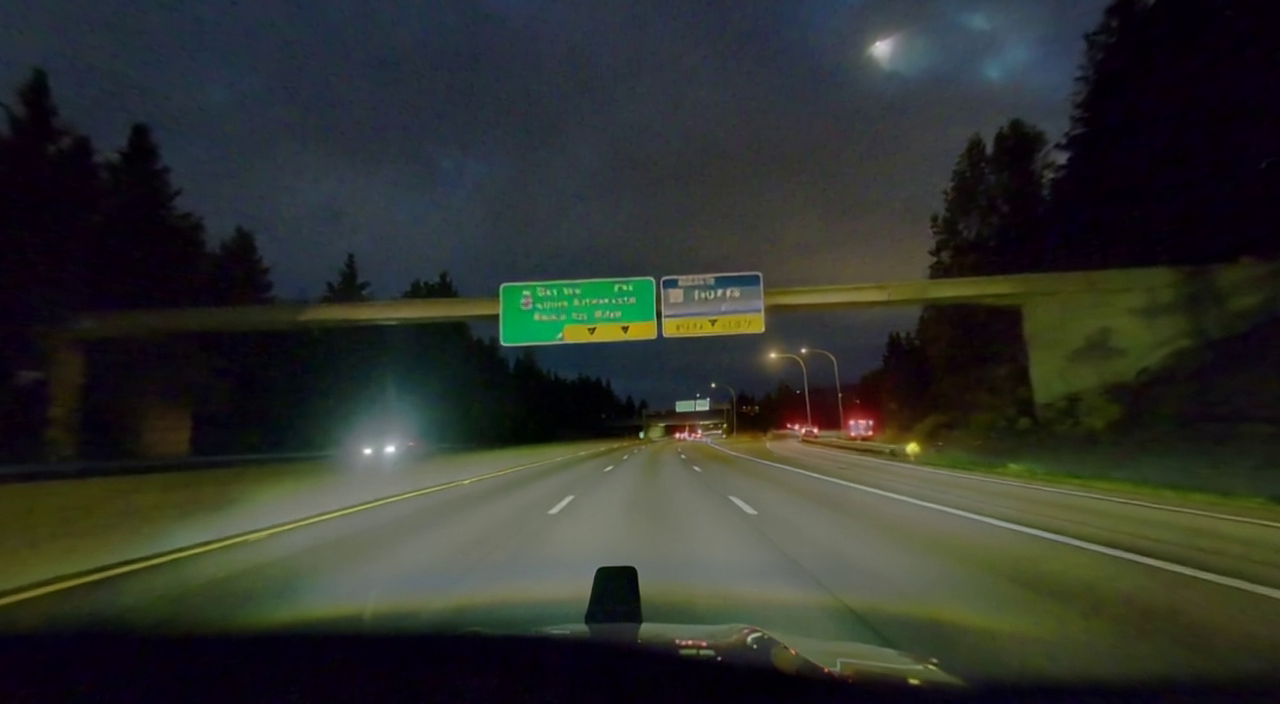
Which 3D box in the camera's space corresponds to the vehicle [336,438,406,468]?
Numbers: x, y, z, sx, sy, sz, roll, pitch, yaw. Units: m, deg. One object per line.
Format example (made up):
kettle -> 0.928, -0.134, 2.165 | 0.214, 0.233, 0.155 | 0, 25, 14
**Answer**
vehicle -> -14.037, 5.265, 33.079 | 1.905, 1.474, 3.786 | 0, -8, 2
